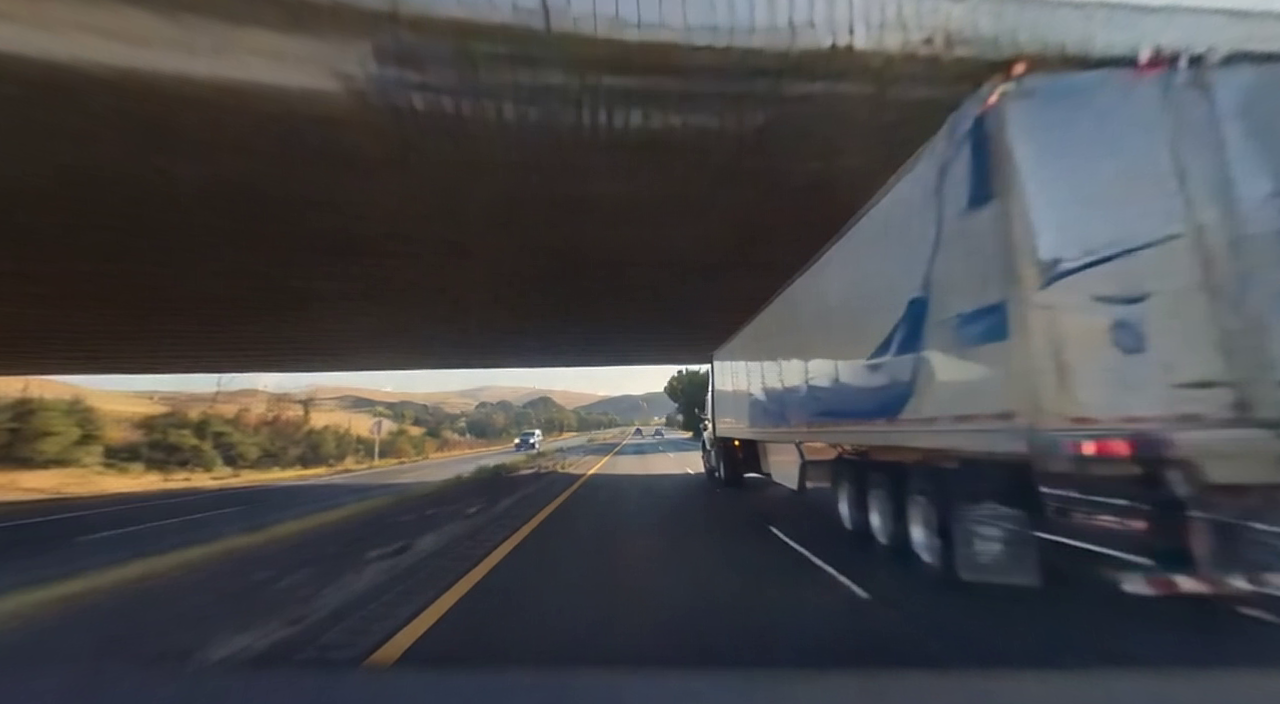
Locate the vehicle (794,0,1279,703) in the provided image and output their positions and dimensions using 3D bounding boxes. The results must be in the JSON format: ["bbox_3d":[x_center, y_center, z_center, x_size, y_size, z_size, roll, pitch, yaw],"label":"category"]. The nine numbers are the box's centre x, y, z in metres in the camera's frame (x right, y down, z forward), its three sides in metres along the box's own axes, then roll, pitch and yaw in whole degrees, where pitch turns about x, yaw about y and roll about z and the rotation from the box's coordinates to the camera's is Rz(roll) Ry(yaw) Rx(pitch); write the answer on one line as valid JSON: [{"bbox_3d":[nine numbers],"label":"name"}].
[{"bbox_3d":[3.676,-0.044,4.469,2.949,3.877,8.528,0,-8,0],"label":"vehicle"}]
